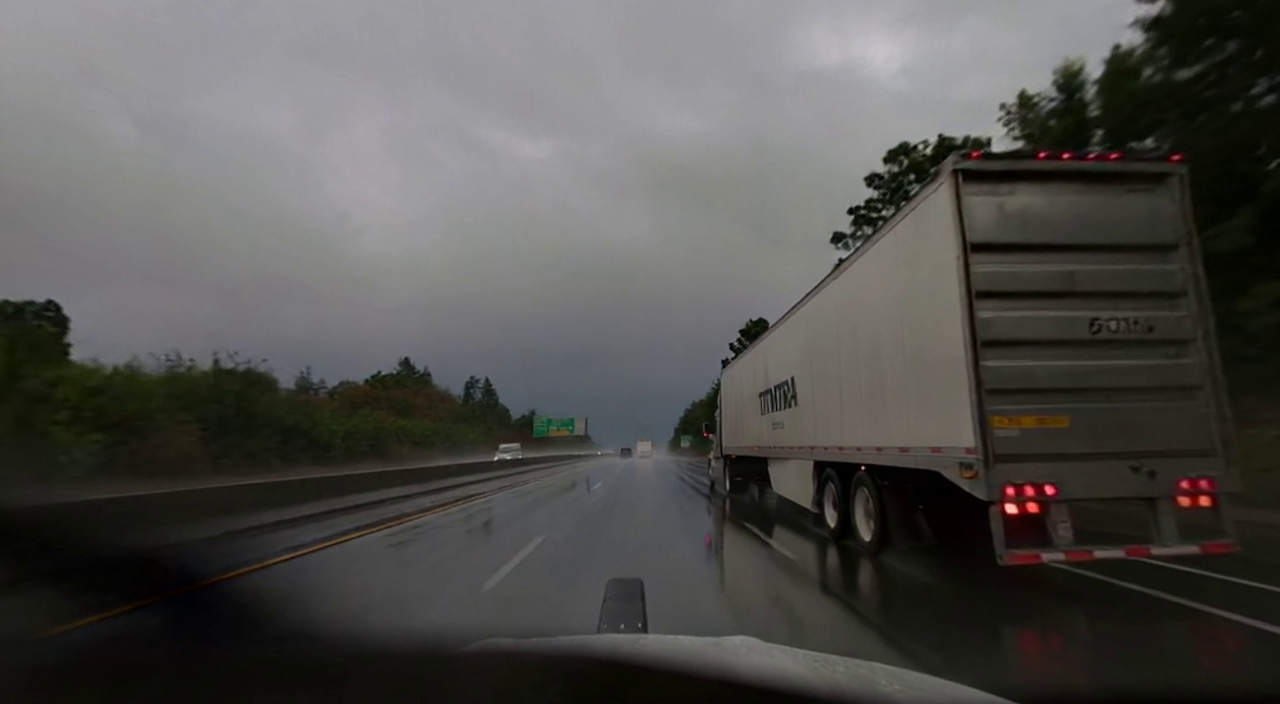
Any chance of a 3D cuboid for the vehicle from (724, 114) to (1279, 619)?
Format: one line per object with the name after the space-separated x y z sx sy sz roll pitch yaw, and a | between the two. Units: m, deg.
4.123 1.099 12.019 2.947 4.020 14.220 0 -9 -1 | vehicle
